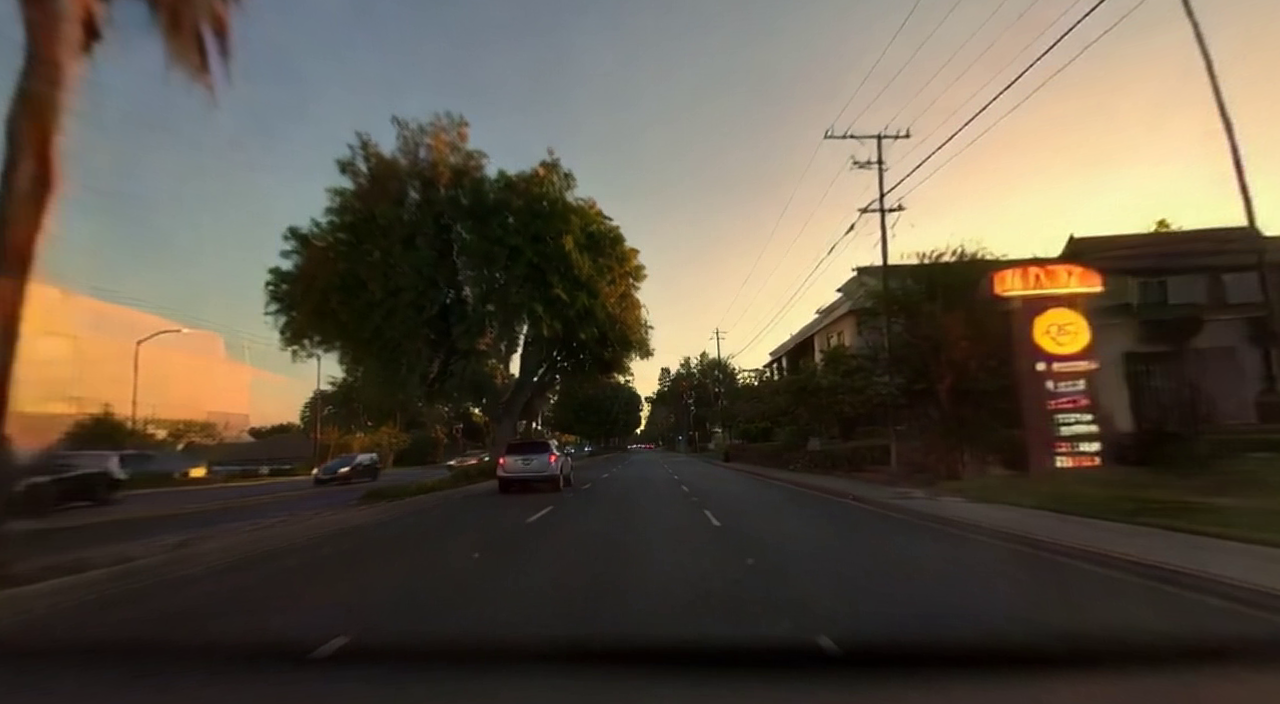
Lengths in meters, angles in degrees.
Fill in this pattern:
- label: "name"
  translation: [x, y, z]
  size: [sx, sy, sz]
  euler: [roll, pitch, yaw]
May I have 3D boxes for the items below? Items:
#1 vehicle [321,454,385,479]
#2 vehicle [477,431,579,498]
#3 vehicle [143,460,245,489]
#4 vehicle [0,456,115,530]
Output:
- label: "vehicle"
  translation: [-18.638, 7.426, 41.145]
  size: [1.838, 1.502, 4.370]
  euler: [-1, -8, 4]
- label: "vehicle"
  translation: [-3.096, 3.217, 18.479]
  size: [2.062, 1.693, 4.669]
  euler: [0, -8, 1]
- label: "vehicle"
  translation: [-26.563, 7.283, 37.646]
  size: [4.782, 1.473, 2.204]
  euler: [6, -10, -36]
- label: "vehicle"
  translation: [-14.104, 2.966, 13.280]
  size: [1.960, 1.462, 4.689]
  euler: [0, -8, 1]
